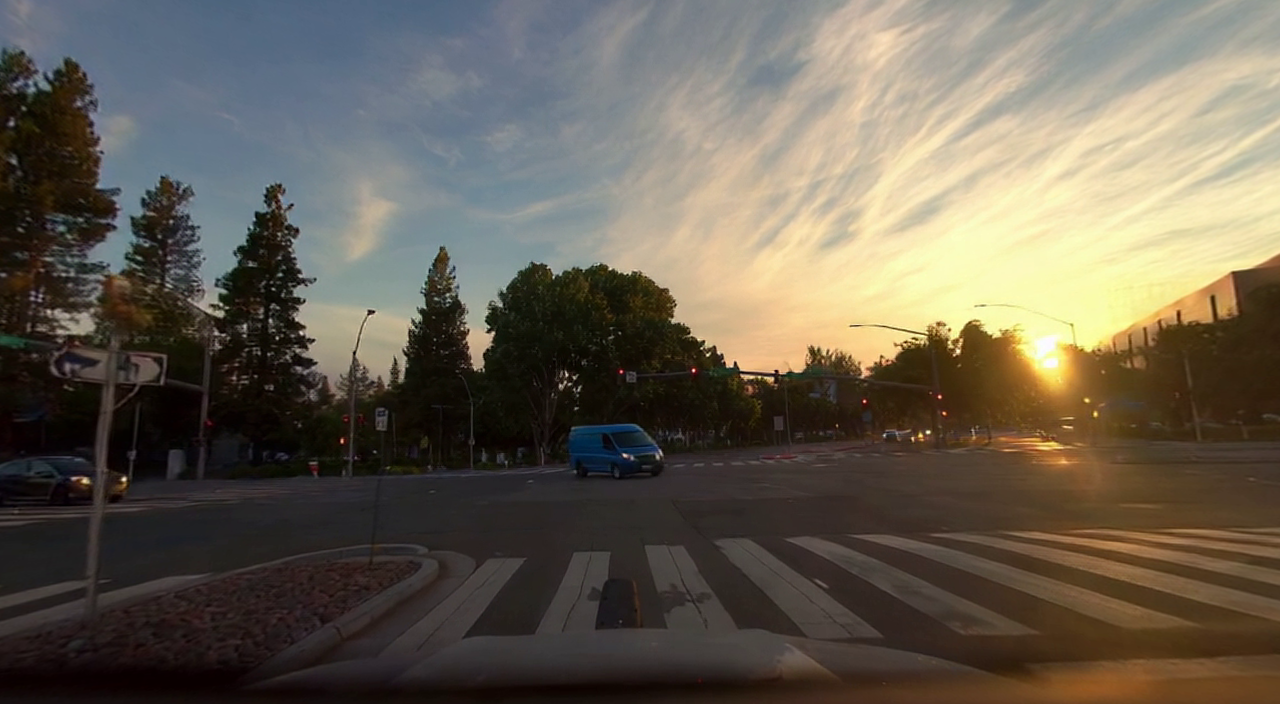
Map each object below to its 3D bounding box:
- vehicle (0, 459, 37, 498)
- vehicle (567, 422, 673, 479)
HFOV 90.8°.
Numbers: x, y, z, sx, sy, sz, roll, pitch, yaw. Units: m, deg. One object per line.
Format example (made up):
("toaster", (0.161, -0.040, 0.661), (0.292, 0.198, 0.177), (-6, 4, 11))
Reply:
("vehicle", (-45.977, 9.057, 45.619), (2.529, 2.543, 5.861), (6, -10, -35))
("vehicle", (-1.104, 4.613, 29.862), (2.465, 2.404, 5.791), (5, -10, -31))
